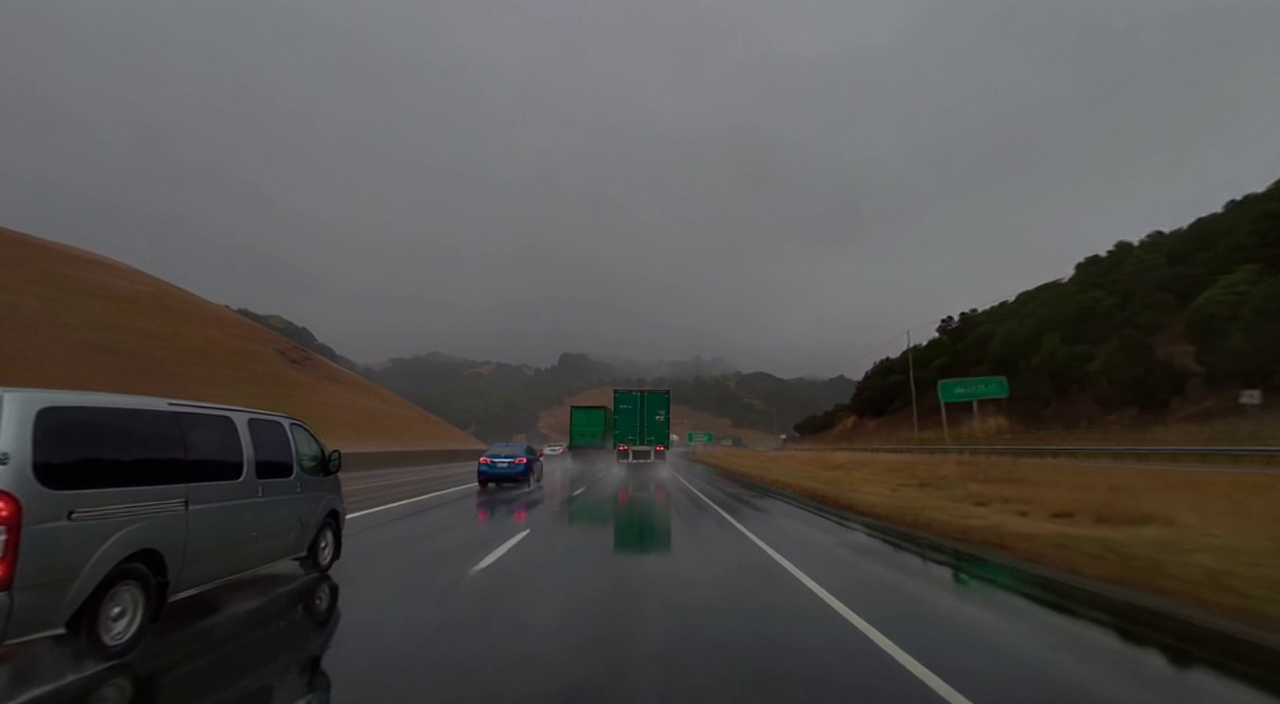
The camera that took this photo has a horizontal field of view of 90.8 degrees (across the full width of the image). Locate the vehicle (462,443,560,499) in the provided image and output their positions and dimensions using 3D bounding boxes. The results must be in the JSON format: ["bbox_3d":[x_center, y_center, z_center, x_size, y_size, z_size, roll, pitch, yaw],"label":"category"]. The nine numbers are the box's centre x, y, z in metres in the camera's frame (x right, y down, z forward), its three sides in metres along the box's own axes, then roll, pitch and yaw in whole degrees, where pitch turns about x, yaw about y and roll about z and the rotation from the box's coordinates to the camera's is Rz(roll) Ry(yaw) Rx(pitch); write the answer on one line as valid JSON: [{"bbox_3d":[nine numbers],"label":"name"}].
[{"bbox_3d":[-3.636,3.417,18.650,1.950,1.446,4.224,0,-8,1],"label":"vehicle"}]

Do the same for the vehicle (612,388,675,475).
[{"bbox_3d":[0.297,4.452,34.504,2.913,3.988,10.874,0,-8,1],"label":"vehicle"}]

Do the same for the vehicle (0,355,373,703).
[{"bbox_3d":[-4.160,1.156,4.706,2.136,1.779,4.875,0,-8,1],"label":"vehicle"}]
